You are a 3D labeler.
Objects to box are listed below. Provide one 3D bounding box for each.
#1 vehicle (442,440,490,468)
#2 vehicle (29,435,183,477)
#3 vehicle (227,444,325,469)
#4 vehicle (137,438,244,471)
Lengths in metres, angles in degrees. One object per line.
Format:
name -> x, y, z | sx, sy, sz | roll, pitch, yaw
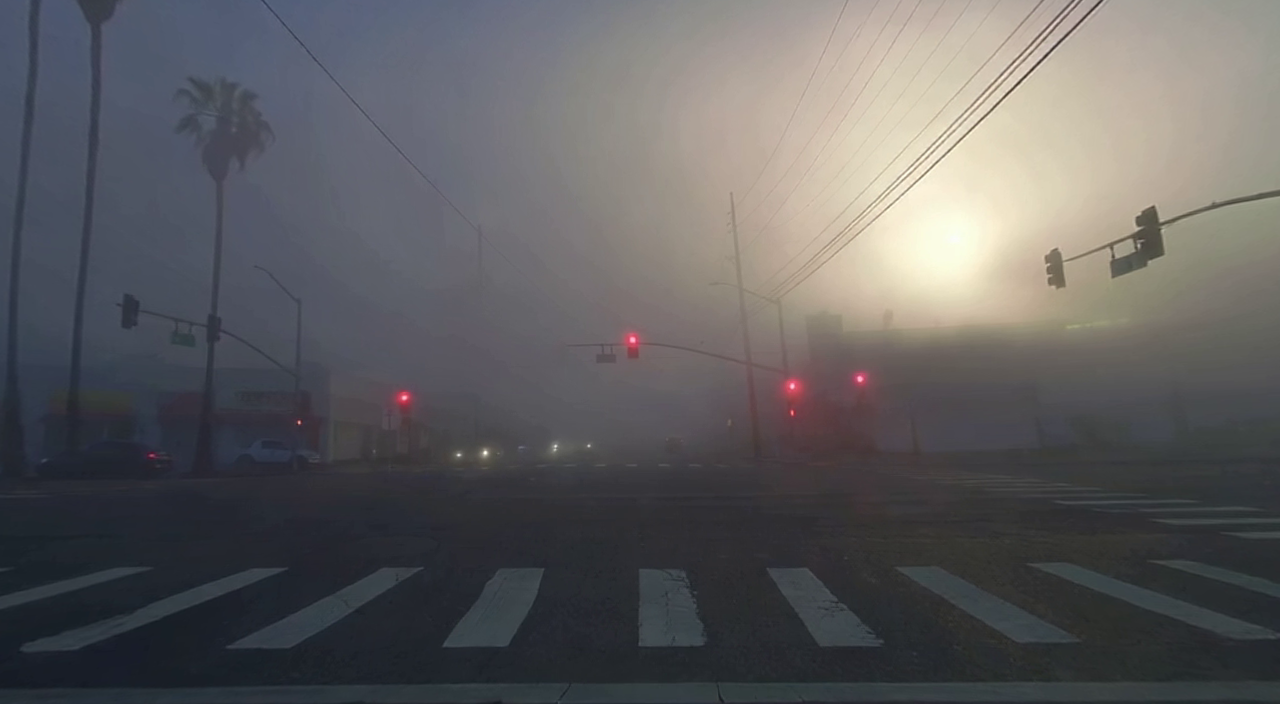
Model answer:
vehicle -> -11.968, 7.001, 43.716 | 2.016, 1.717, 4.287 | -2, -7, 1
vehicle -> -24.153, 4.717, 28.762 | 4.837, 1.819, 2.041 | 1, -9, -9
vehicle -> -22.303, 6.421, 38.826 | 4.849, 1.444, 1.881 | 0, -8, 1
vehicle -> -25.869, 5.918, 36.473 | 4.613, 1.820, 2.021 | -1, -9, 3
